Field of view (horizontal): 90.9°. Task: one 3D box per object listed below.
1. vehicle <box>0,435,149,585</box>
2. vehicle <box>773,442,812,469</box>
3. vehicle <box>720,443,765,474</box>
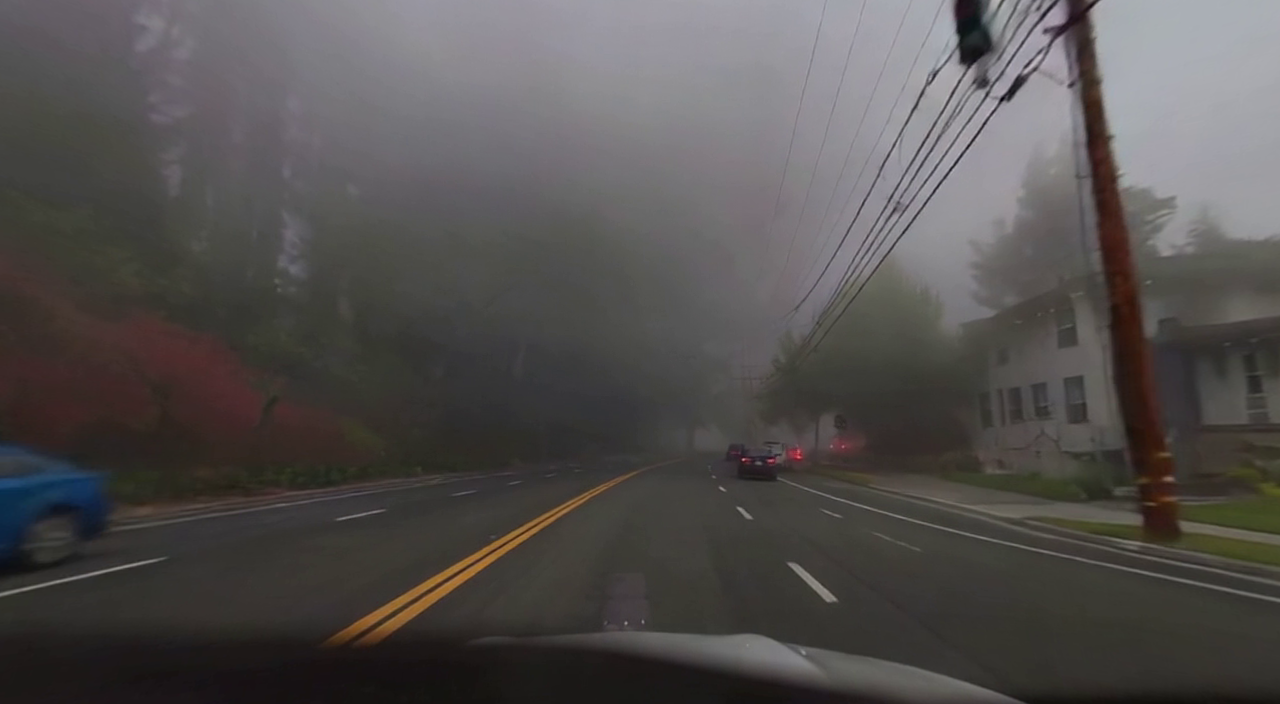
[{"bbox_3d":[-7.336,1.509,5.835,1.985,1.463,4.294,-1,-8,3],"label":"vehicle"},{"bbox_3d":[9.942,6.757,41.309,2.027,1.674,4.256,-1,-8,7],"label":"vehicle"},{"bbox_3d":[5.311,5.559,33.162,1.951,1.479,4.487,-1,-8,4],"label":"vehicle"}]
